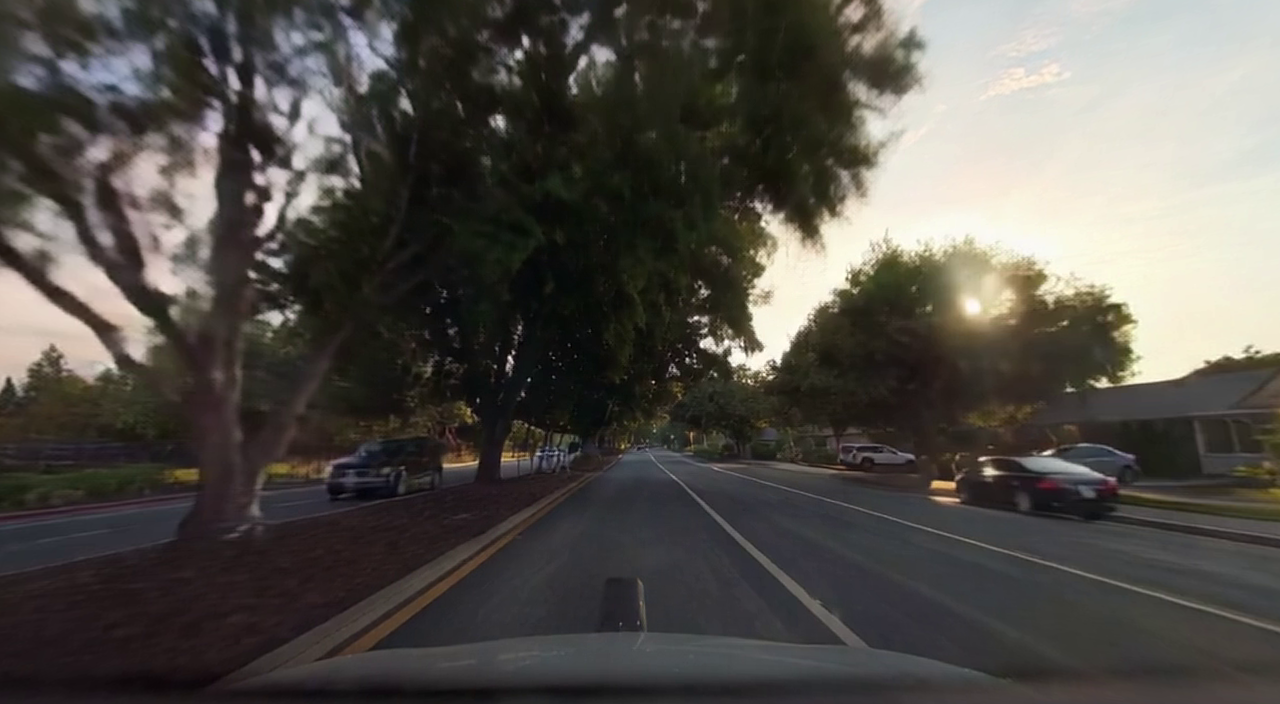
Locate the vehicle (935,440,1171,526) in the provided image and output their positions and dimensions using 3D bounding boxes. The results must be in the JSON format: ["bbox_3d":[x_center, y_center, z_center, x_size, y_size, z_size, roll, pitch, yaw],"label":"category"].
[{"bbox_3d":[8.406,2.658,13.429,1.940,1.516,4.319,0,-9,-3],"label":"vehicle"}]

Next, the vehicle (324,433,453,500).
[{"bbox_3d":[-7.571,3.483,19.606,2.019,1.819,4.897,0,-9,-1],"label":"vehicle"}]

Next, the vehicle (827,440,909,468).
[{"bbox_3d":[14.259,6.413,39.570,4.386,1.711,1.929,0,-8,0],"label":"vehicle"}]
